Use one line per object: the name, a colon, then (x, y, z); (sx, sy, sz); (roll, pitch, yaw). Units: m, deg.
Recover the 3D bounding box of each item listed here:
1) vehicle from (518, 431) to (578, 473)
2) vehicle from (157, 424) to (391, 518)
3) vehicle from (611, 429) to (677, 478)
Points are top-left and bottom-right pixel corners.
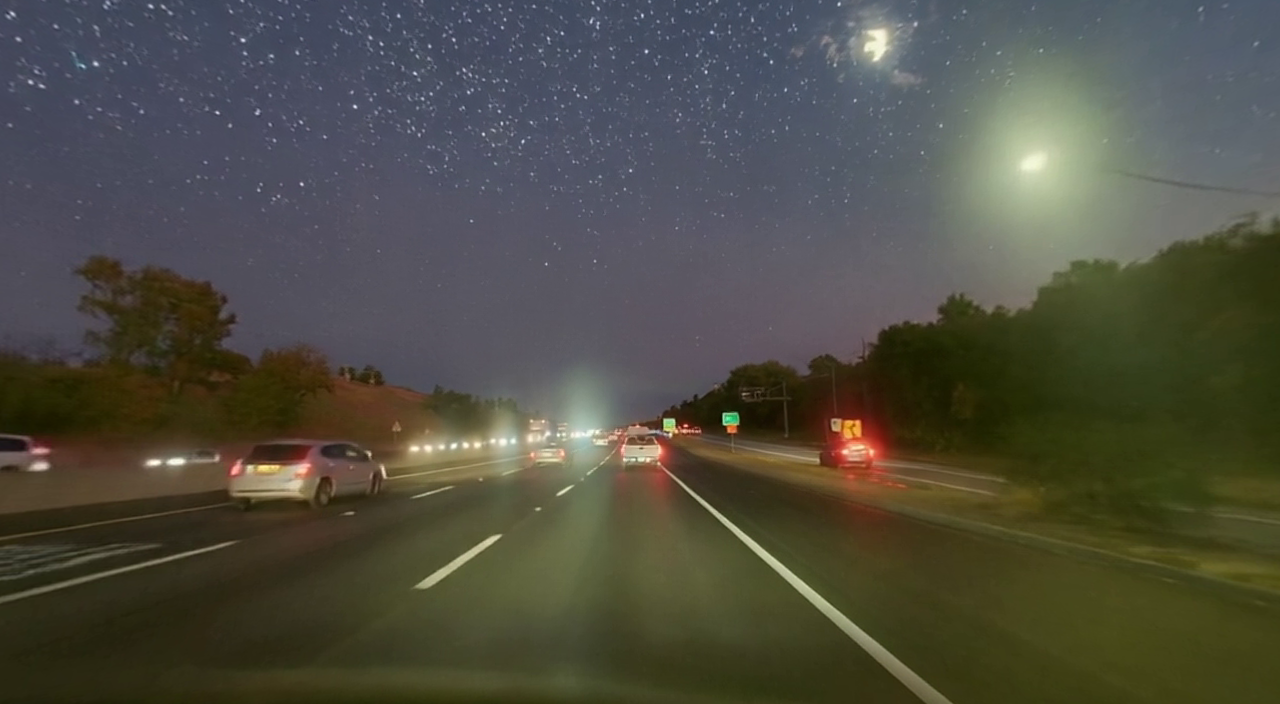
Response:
vehicle: (-4.075, 4.513, 28.665); (2.044, 1.717, 4.421); (0, -8, 0)
vehicle: (-7.433, 2.459, 13.601); (2.195, 1.652, 4.733); (0, -8, 0)
vehicle: (0.113, 4.014, 25.184); (2.378, 1.750, 4.355); (0, -8, -1)
